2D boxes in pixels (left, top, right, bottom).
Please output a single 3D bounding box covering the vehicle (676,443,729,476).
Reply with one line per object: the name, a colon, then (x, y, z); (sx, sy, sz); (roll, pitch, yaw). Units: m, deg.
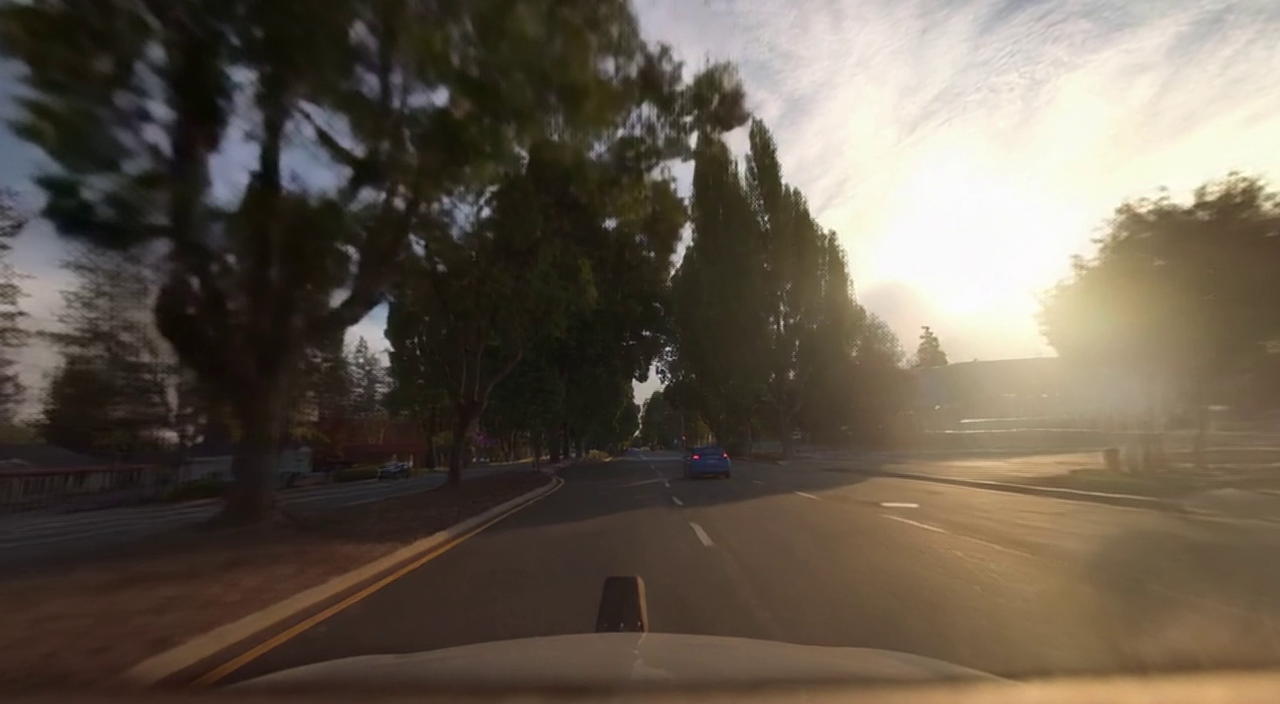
vehicle: (2.835, 4.997, 29.636); (1.929, 1.411, 4.284); (0, -8, -1)
